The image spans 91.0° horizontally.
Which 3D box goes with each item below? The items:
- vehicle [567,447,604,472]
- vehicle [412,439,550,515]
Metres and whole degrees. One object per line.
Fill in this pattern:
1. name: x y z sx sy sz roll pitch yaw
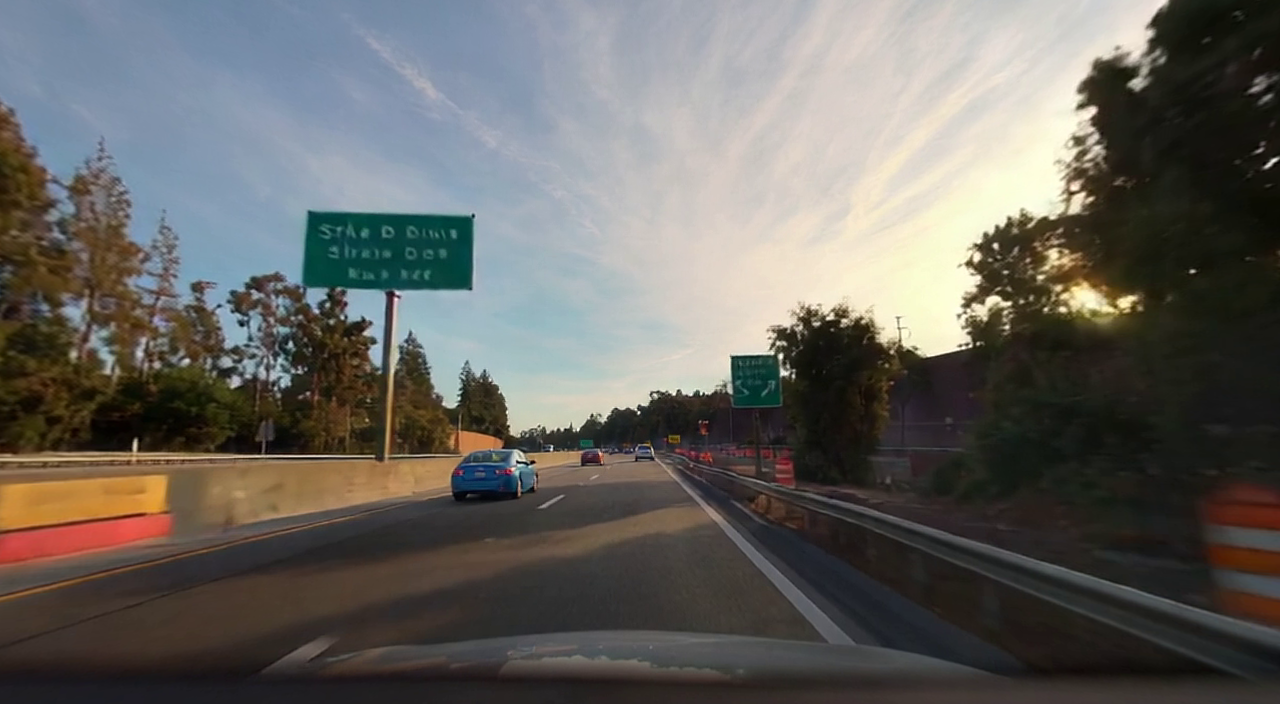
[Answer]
1. vehicle: -3.366 6.749 39.726 1.965 1.459 4.145 0 -9 0
2. vehicle: -3.556 2.888 15.118 2.012 1.510 4.672 0 -9 1
